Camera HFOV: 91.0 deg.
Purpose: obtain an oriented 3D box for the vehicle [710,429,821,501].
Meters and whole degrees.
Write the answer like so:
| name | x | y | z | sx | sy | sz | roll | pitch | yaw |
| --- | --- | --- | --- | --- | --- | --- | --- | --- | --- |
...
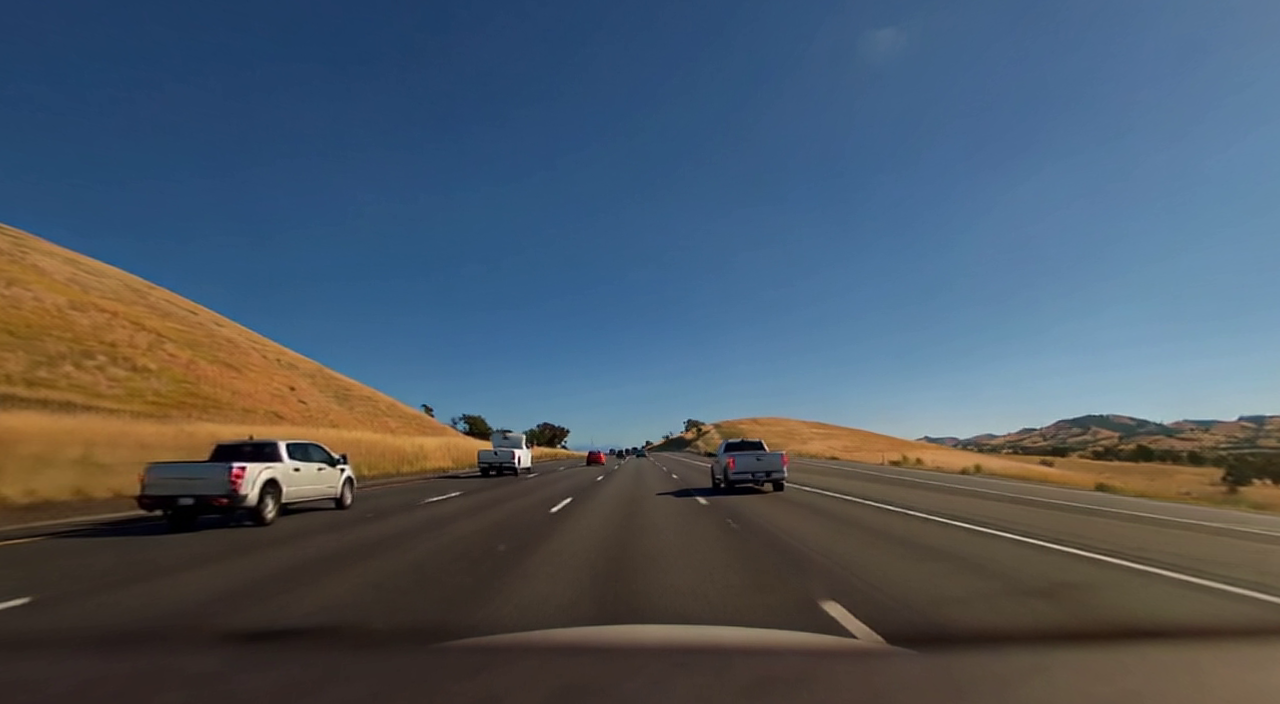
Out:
| name | x | y | z | sx | sy | sz | roll | pitch | yaw |
| --- | --- | --- | --- | --- | --- | --- | --- | --- | --- |
| vehicle | 3.430 | 3.223 | 18.285 | 2.231 | 1.789 | 4.700 | 0 | -9 | 0 |

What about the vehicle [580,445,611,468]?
| name | x | y | z | sx | sy | sz | roll | pitch | yaw |
| --- | --- | --- | --- | --- | --- | --- | --- | --- | --- |
| vehicle | -3.238 | 7.737 | 46.642 | 2.009 | 1.593 | 4.378 | 0 | -9 | 0 |

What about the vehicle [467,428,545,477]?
| name | x | y | z | sx | sy | sz | roll | pitch | yaw |
| --- | --- | --- | --- | --- | --- | --- | --- | --- | --- |
| vehicle | -7.426 | 5.697 | 35.850 | 2.937 | 2.509 | 7.090 | 0 | -9 | -1 |

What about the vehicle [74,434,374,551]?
| name | x | y | z | sx | sy | sz | roll | pitch | yaw |
| --- | --- | --- | --- | --- | --- | --- | --- | --- | --- |
| vehicle | -6.647 | 2.276 | 10.972 | 1.935 | 1.550 | 4.883 | 0 | -9 | -1 |
